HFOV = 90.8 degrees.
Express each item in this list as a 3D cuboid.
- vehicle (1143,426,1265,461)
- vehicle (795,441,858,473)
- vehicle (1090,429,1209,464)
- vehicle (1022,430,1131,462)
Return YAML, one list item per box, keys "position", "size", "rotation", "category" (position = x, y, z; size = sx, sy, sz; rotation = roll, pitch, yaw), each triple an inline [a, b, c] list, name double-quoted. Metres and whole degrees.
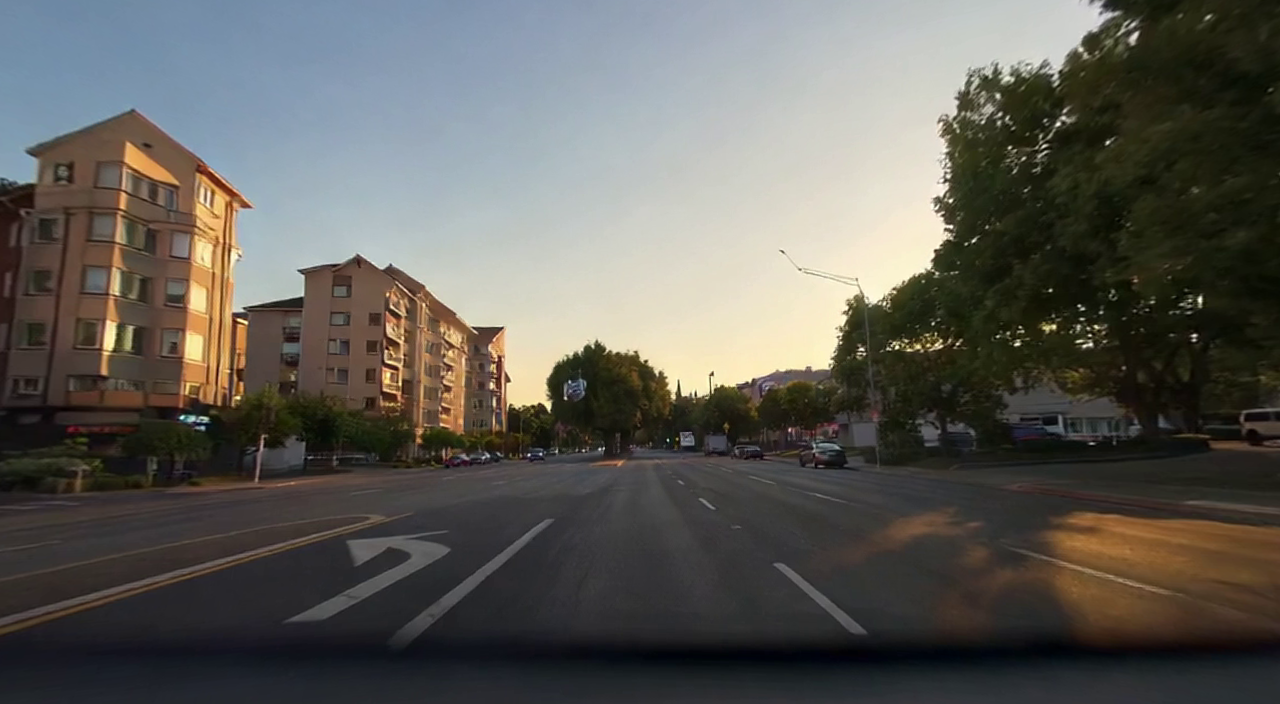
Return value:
- position: [26.143, 4.263, 29.514]
  size: [1.908, 1.500, 4.313]
  rotation: [0, -8, 4]
  category: "vehicle"
- position: [10.602, 5.986, 36.305]
  size: [2.078, 1.688, 4.557]
  rotation: [0, -8, -1]
  category: "vehicle"
- position: [23.528, 4.403, 29.424]
  size: [1.840, 1.475, 4.442]
  rotation: [0, -8, 0]
  category: "vehicle"
- position: [20.741, 4.510, 30.313]
  size: [1.760, 1.438, 4.642]
  rotation: [1, -8, -3]
  category: "vehicle"
